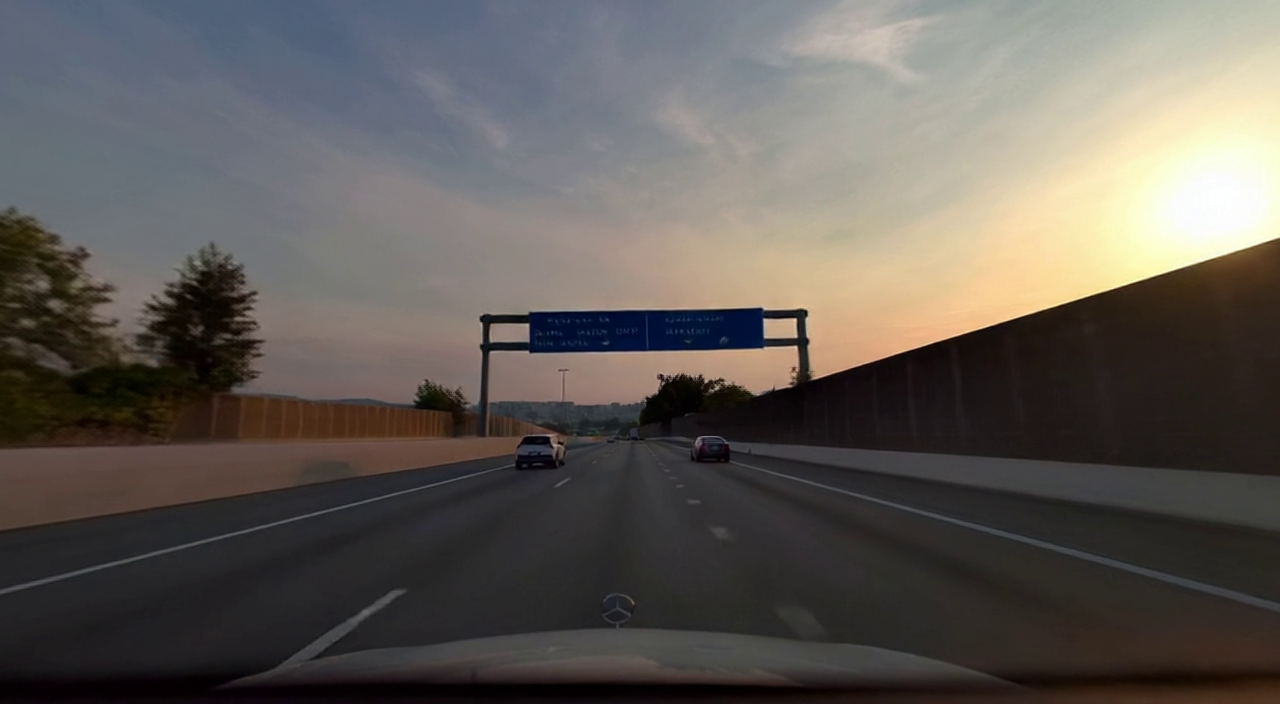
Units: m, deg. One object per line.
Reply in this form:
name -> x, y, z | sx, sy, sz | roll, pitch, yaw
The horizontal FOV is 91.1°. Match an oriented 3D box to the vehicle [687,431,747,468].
vehicle -> 3.385, 4.398, 28.638 | 2.077, 1.523, 4.539 | 0, -8, -1

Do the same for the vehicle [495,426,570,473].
vehicle -> -4.057, 3.765, 24.502 | 2.219, 1.660, 4.153 | 0, -8, 0
